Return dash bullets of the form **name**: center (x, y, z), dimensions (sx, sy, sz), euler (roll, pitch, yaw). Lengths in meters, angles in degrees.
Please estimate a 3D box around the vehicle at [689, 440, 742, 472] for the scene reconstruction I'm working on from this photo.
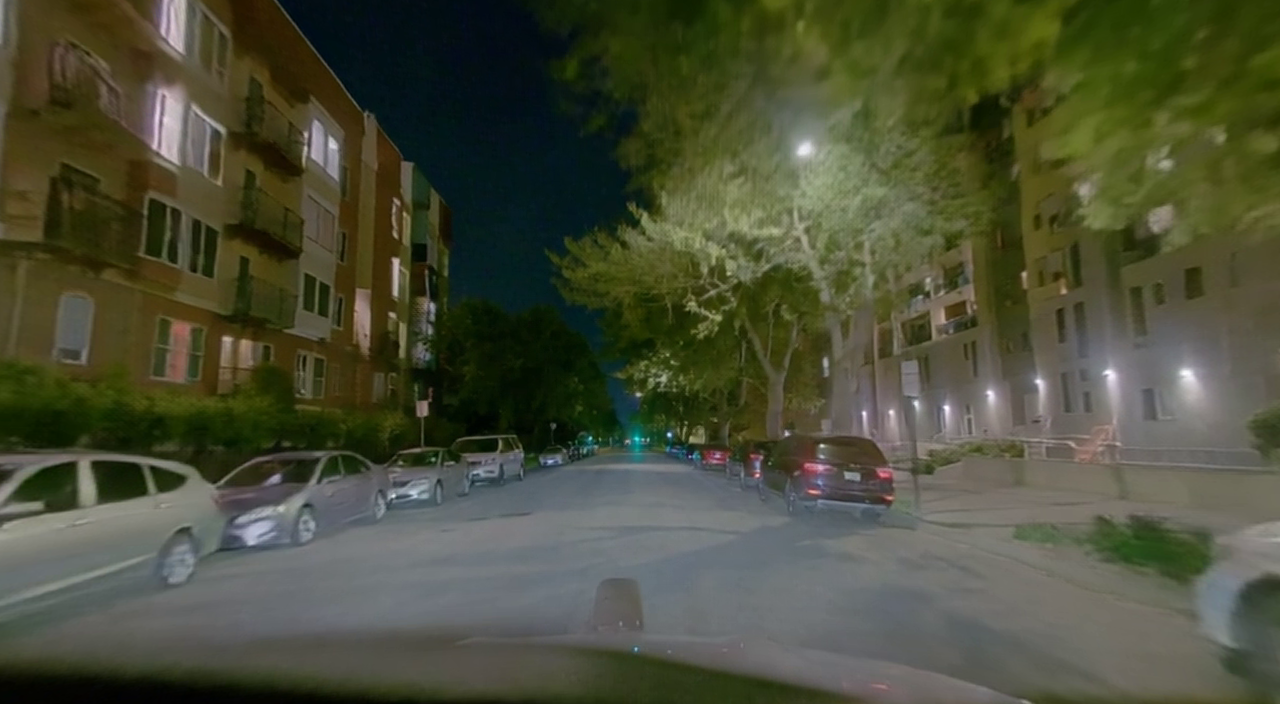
- **vehicle**: center (3.689, 5.165, 31.740), dimensions (1.881, 1.460, 4.737), euler (0, -8, -3)

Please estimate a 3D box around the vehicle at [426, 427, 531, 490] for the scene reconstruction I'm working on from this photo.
- **vehicle**: center (-5.215, 3.519, 21.250), dimensions (2.213, 1.825, 4.986), euler (0, -8, 0)

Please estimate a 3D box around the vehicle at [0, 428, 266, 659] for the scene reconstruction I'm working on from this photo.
- **vehicle**: center (-5.344, 1.441, 4.945), dimensions (2.033, 1.532, 4.823), euler (-3, -8, -2)

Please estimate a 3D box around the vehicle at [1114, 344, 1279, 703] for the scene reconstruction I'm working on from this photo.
- **vehicle**: center (3.736, 0.625, 1.099), dimensions (2.043, 1.766, 4.846), euler (0, -8, 0)

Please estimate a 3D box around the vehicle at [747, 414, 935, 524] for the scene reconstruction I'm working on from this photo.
- **vehicle**: center (3.759, 2.299, 12.996), dimensions (2.082, 1.809, 4.998), euler (0, -8, -2)

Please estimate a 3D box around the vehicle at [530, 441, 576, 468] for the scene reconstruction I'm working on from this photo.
- **vehicle**: center (-5.134, 6.129, 37.985), dimensions (2.080, 1.458, 4.511), euler (0, -8, 0)
